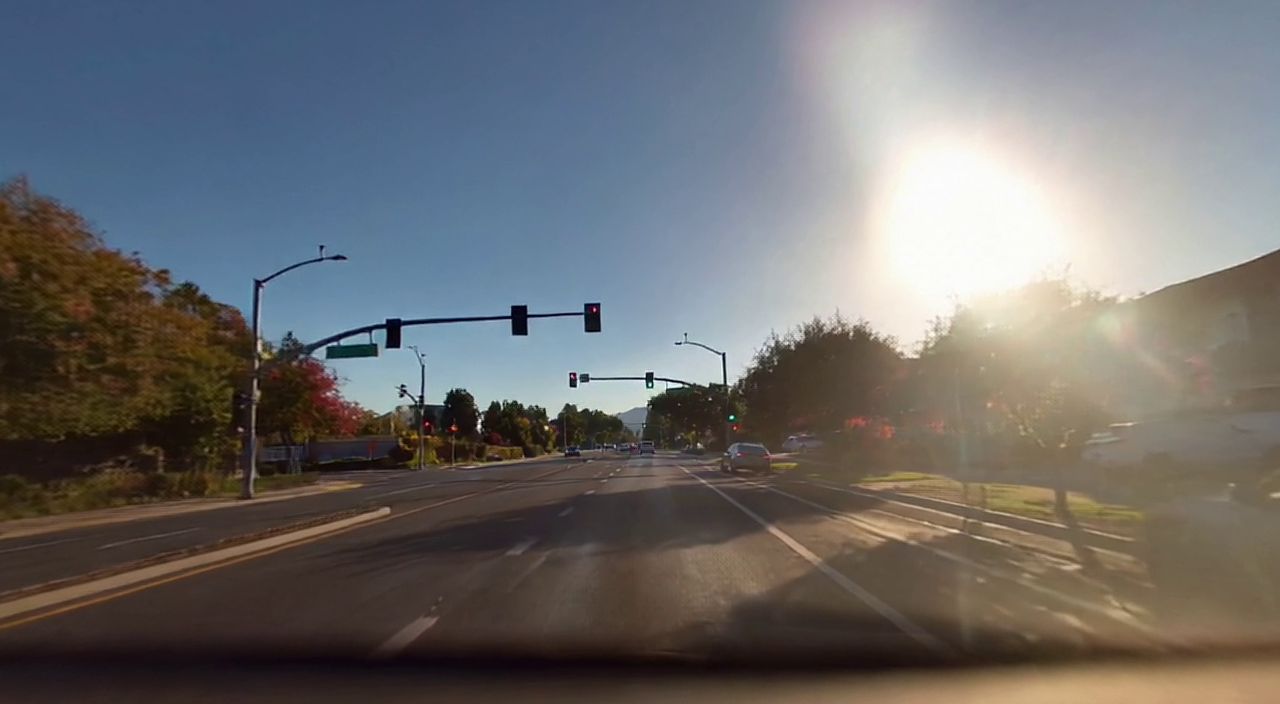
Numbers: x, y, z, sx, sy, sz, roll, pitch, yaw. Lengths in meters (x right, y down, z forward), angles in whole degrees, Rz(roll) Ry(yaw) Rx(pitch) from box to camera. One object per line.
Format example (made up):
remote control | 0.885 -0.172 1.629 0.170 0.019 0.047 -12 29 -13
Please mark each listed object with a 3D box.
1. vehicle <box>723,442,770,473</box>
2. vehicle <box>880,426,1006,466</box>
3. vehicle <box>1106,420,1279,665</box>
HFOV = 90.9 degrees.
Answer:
vehicle | 5.786 5.771 34.714 1.950 1.567 4.083 0 -9 1
vehicle | 13.429 4.208 28.176 4.474 1.710 2.148 0 -9 1
vehicle | 5.052 1.040 2.936 1.997 1.521 4.747 0 -9 -2
